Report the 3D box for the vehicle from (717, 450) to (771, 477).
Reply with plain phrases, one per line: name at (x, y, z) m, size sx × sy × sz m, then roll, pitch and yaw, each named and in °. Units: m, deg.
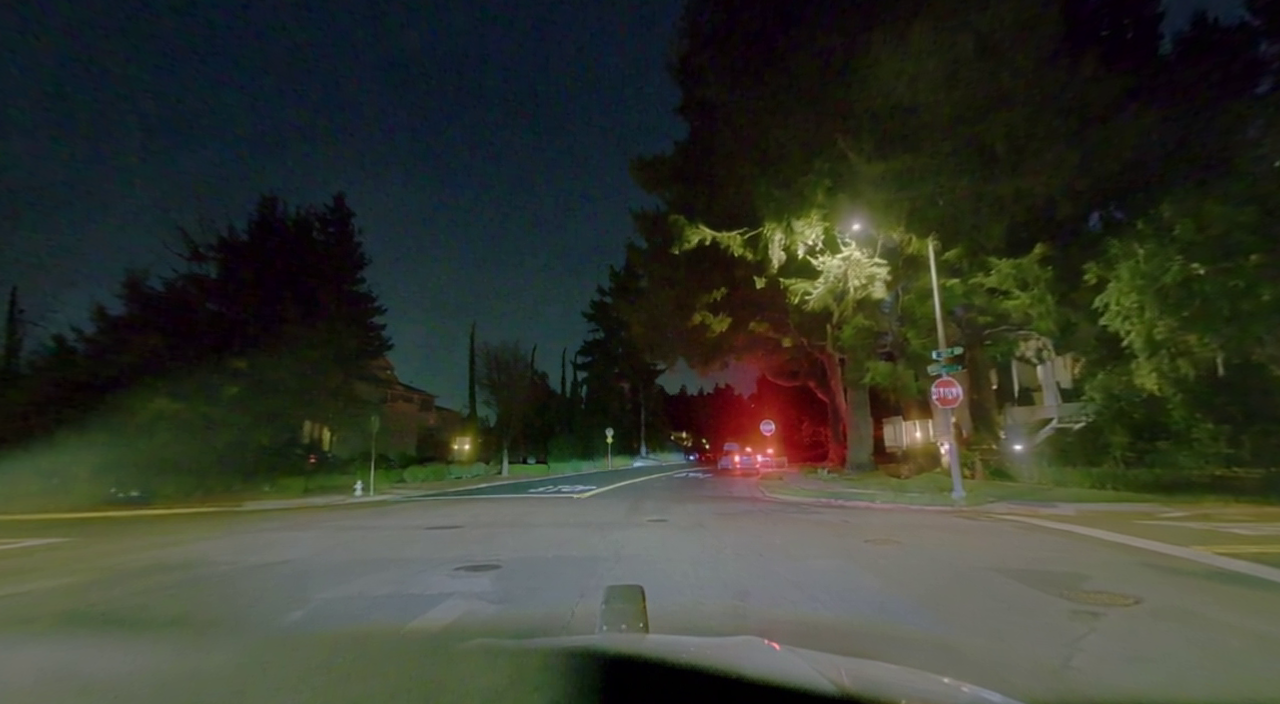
vehicle at (7.119, 7.460, 42.603) m, size 2.692 × 1.649 × 4.689 m, roll -3°, pitch -9°, yaw 20°
